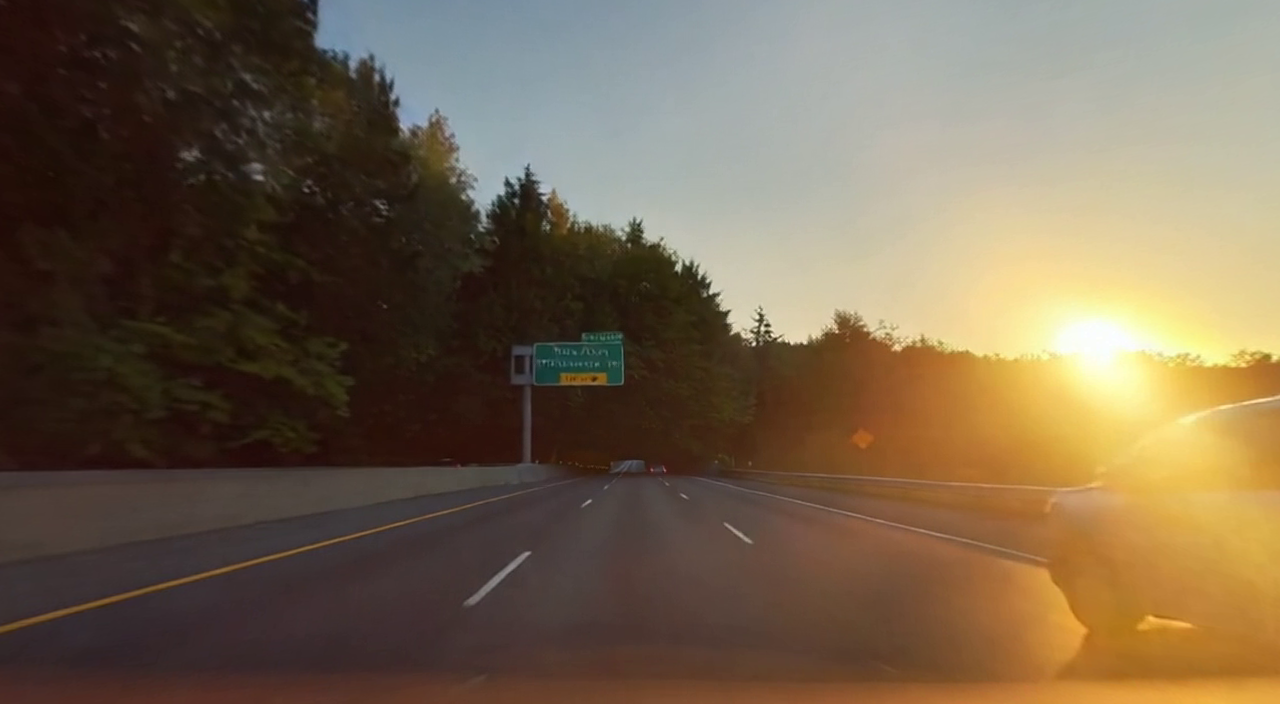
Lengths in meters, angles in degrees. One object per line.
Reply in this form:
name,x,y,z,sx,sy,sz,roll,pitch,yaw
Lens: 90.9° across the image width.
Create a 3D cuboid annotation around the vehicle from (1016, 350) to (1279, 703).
vehicle,4.375,0.814,2.558,2.254,1.832,5.514,1,-11,0
